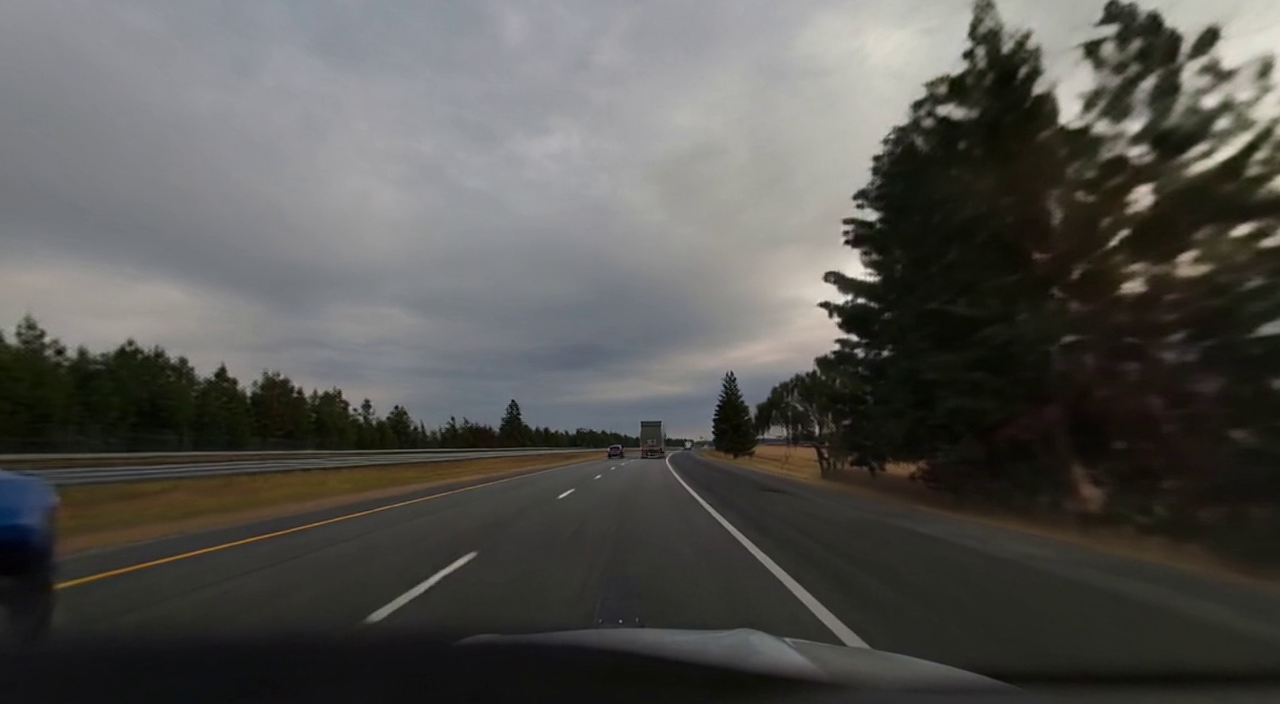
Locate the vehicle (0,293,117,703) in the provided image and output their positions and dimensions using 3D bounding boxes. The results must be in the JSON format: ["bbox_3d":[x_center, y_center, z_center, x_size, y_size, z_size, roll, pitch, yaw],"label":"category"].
[{"bbox_3d":[-3.920,0.357,0.704,2.295,1.815,4.983,0,-9,1],"label":"vehicle"}]
